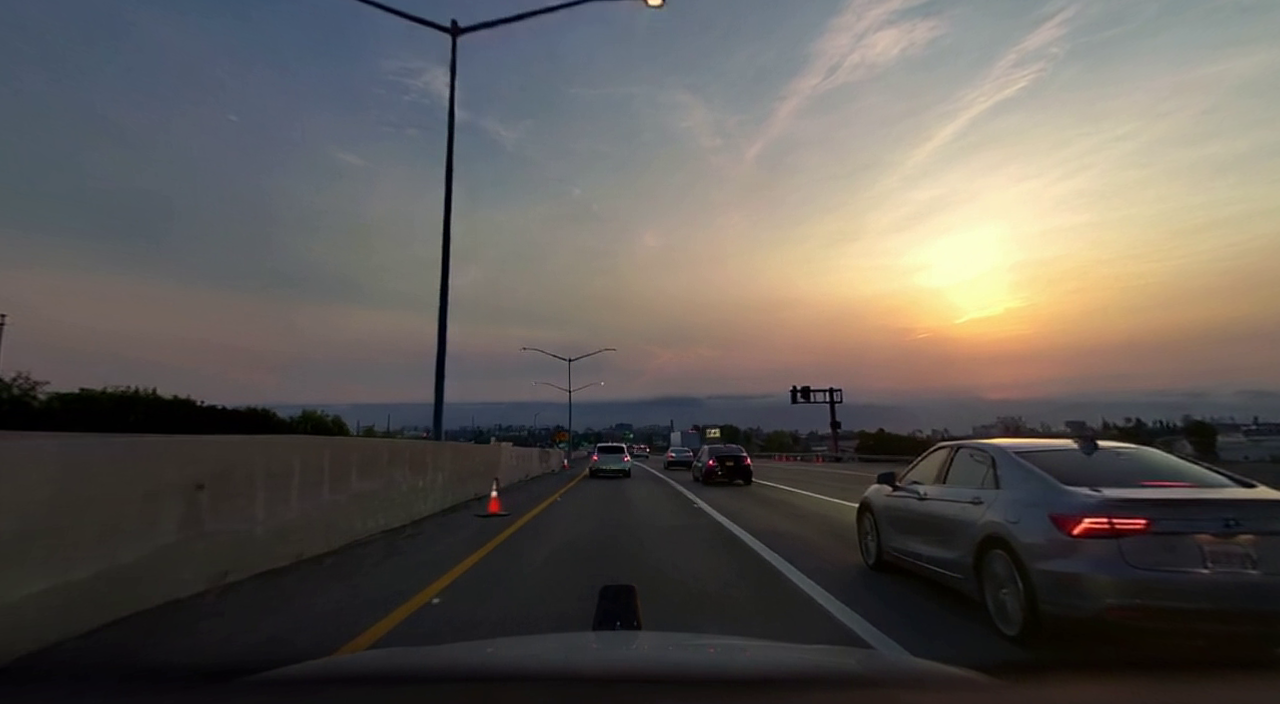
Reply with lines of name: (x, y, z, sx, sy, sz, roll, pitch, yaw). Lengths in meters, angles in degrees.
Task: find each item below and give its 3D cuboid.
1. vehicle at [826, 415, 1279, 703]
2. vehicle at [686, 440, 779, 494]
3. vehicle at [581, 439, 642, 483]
vehicle: (3.121, 1.326, 4.884, 1.996, 1.455, 4.281, 0, -9, -1)
vehicle: (2.696, 3.481, 19.560, 2.042, 1.460, 4.451, 0, -9, -2)
vehicle: (-0.997, 4.000, 23.447, 2.069, 1.470, 4.004, 0, -8, -1)
